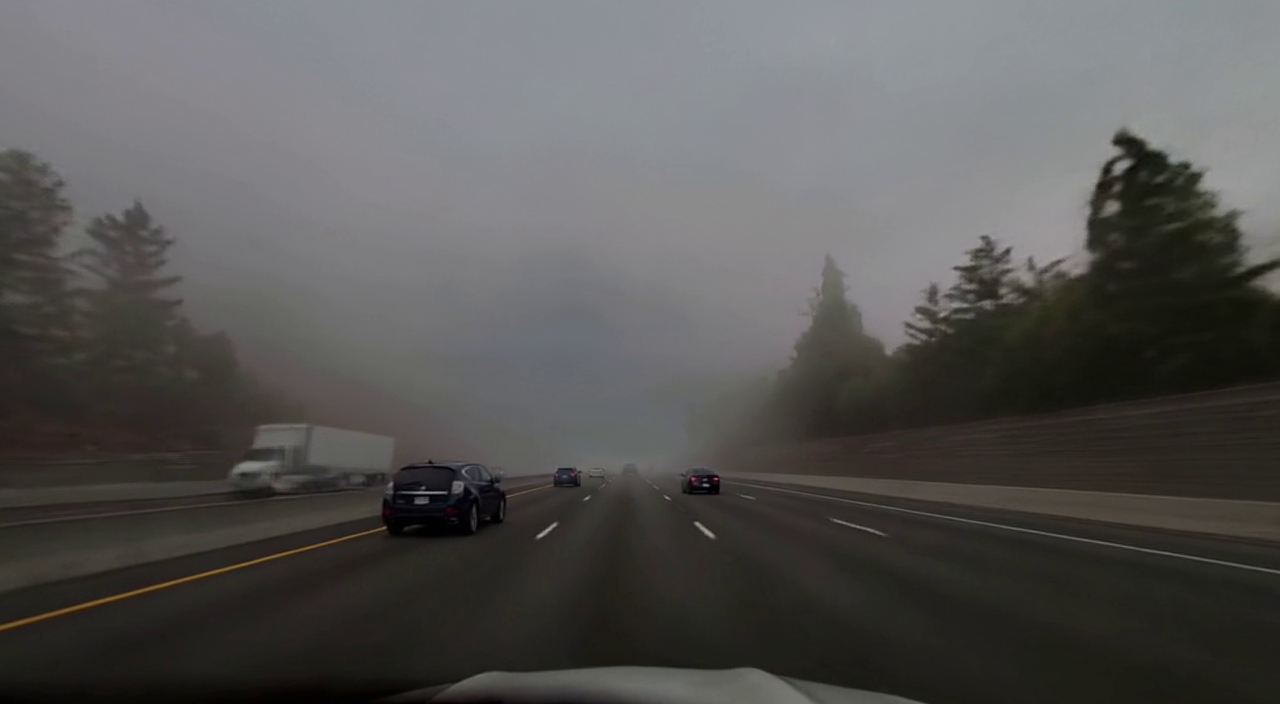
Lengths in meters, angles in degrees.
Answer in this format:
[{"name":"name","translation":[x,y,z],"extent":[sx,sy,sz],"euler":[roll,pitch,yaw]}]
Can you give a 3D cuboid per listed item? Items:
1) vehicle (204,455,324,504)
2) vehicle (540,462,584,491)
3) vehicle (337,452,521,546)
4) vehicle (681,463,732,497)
[{"name":"vehicle","translation":[-16.119,5.502,27.406],"extent":[2.185,1.883,4.837],"euler":[1,-11,0]},{"name":"vehicle","translation":[-4.259,6.912,35.039],"extent":[2.000,1.484,3.995],"euler":[1,-11,-1]},{"name":"vehicle","translation":[-3.826,2.804,12.527],"extent":[2.004,1.468,4.812],"euler":[1,-11,0]},{"name":"vehicle","translation":[3.193,6.292,31.100],"extent":[1.981,1.516,4.109],"euler":[1,-11,-2]}]
